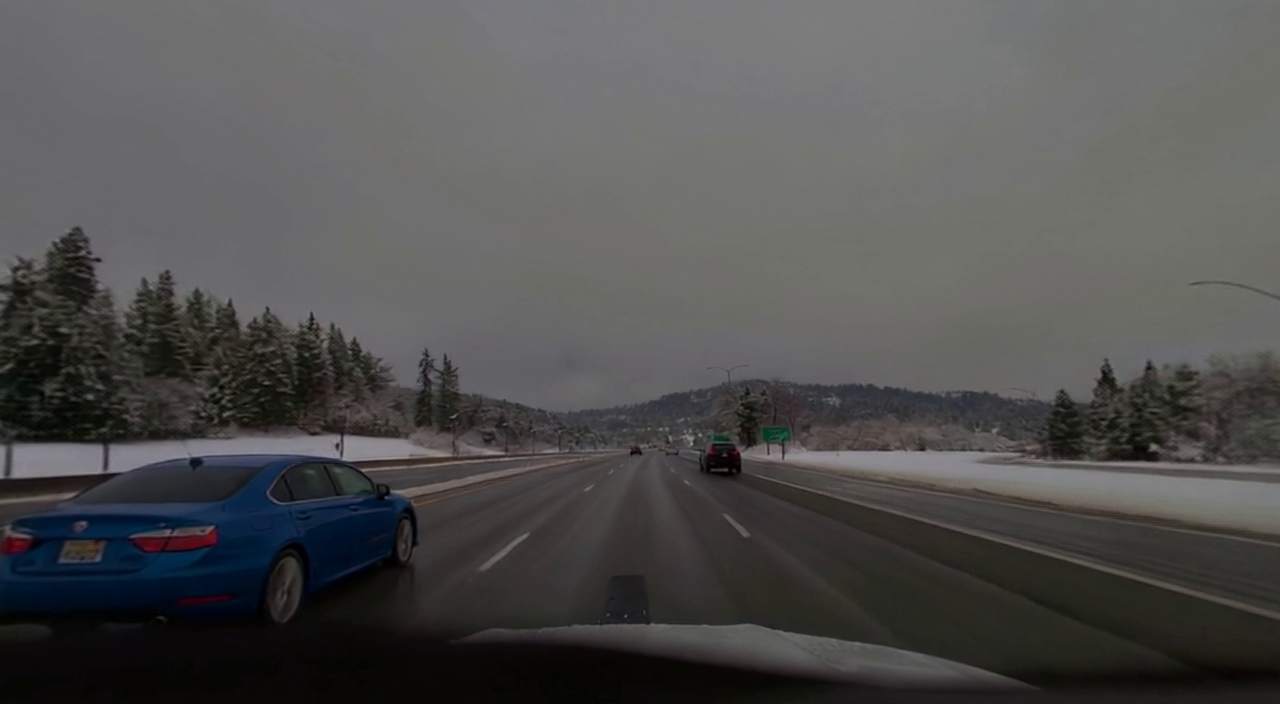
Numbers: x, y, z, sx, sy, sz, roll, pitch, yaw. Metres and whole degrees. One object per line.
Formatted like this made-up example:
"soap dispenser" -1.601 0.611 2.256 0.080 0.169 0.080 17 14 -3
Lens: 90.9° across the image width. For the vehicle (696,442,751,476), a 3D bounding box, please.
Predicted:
"vehicle" 3.820 4.989 29.596 1.916 1.469 4.481 0 -8 -1
